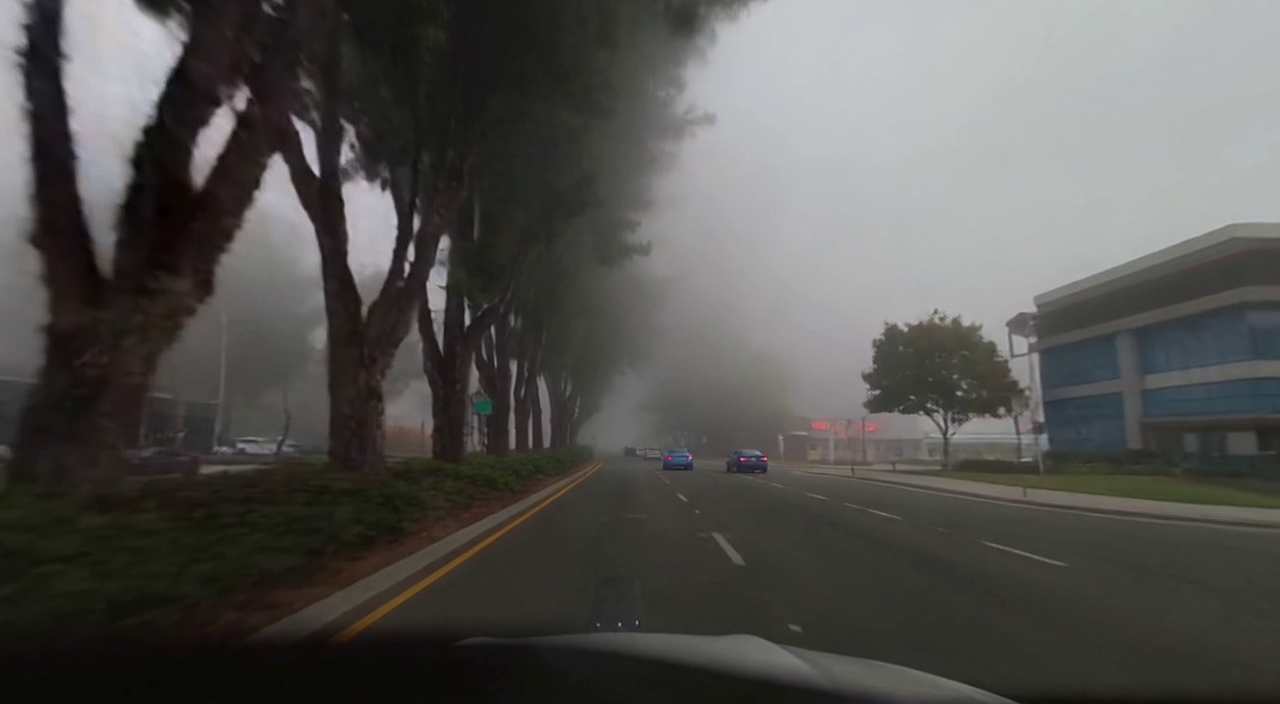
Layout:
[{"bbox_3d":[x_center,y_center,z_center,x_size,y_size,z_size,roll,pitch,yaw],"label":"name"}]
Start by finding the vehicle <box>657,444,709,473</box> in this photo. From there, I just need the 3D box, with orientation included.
[{"bbox_3d":[2.244,5.783,34.312,2.256,1.451,4.313,1,-9,-3],"label":"vehicle"}]

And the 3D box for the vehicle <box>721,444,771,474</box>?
[{"bbox_3d":[5.827,5.923,35.098,1.886,1.528,4.169,1,-9,-2],"label":"vehicle"}]

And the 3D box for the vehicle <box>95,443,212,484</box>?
[{"bbox_3d":[-19.867,4.543,25.934,1.730,1.516,3.847,0,-9,0],"label":"vehicle"}]
